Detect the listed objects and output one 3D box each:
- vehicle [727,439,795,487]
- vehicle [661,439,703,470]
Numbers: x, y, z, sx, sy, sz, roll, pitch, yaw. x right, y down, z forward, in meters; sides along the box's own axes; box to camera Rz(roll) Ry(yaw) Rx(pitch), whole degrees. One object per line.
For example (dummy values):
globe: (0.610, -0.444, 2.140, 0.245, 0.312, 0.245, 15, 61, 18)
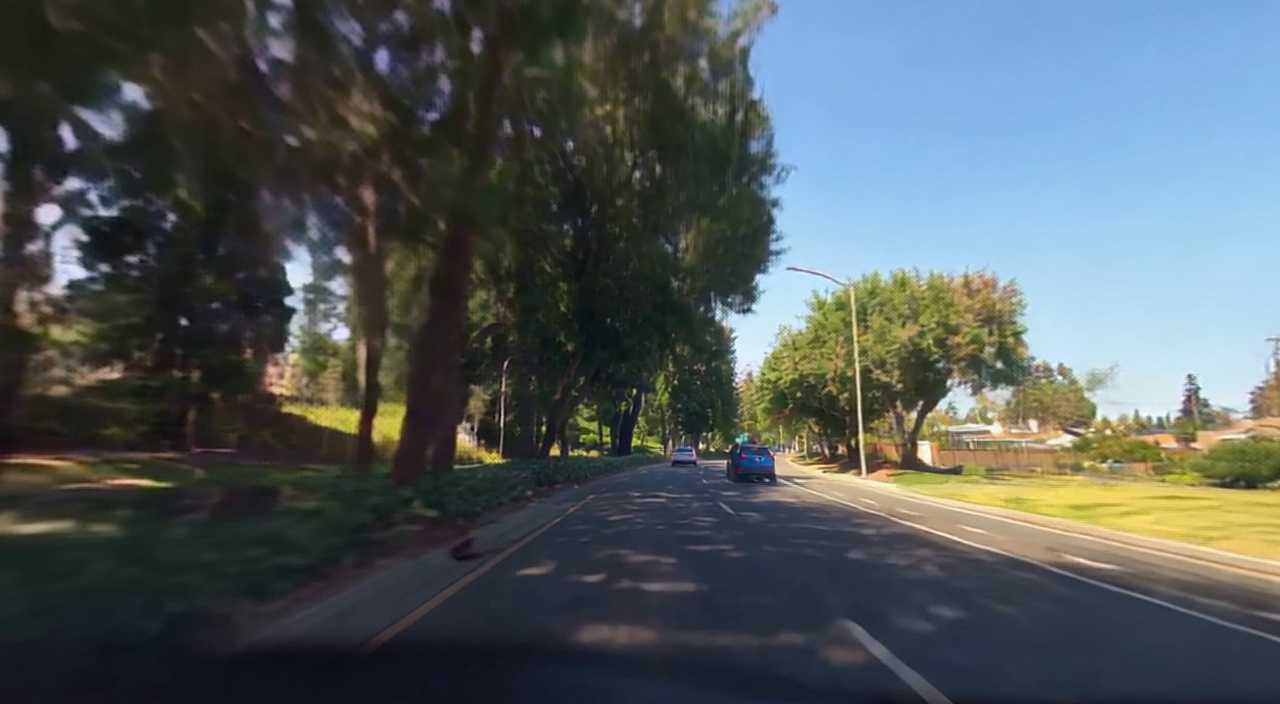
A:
vehicle: (4.520, 4.197, 24.142, 1.971, 1.663, 4.287, -1, -8, 3)
vehicle: (2.726, 6.406, 39.491, 2.251, 1.822, 4.391, -1, -8, 8)
